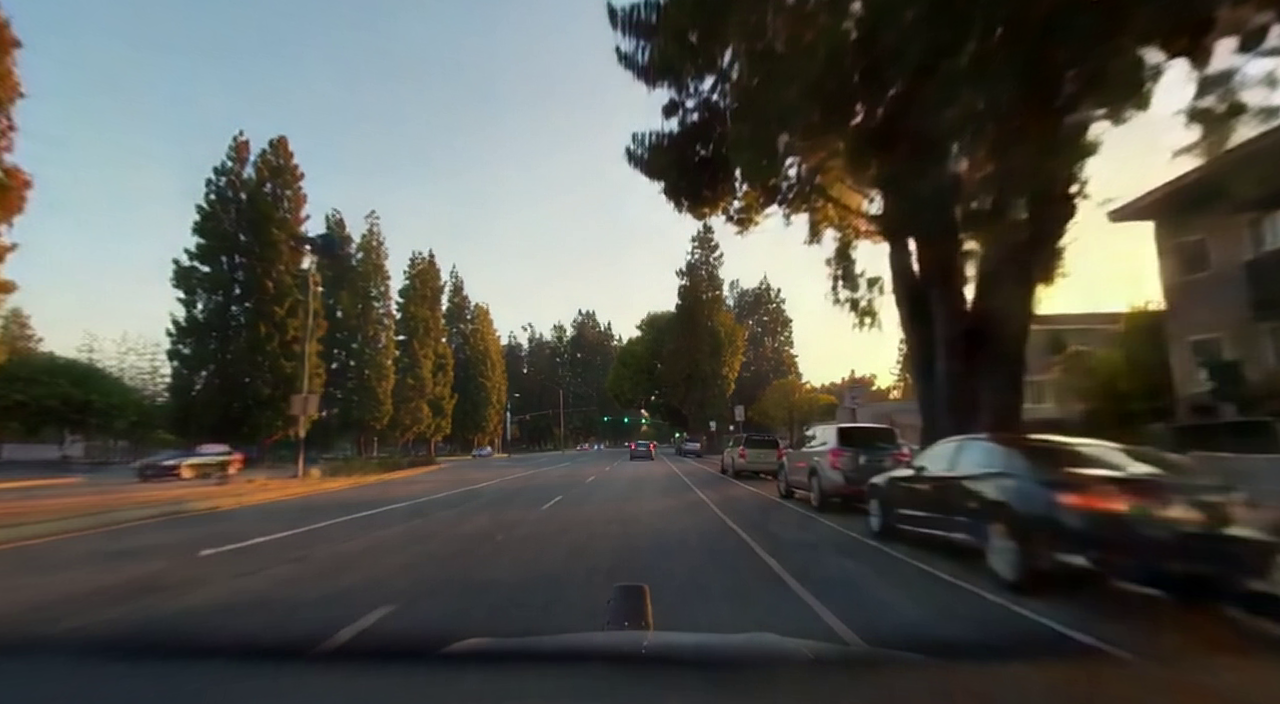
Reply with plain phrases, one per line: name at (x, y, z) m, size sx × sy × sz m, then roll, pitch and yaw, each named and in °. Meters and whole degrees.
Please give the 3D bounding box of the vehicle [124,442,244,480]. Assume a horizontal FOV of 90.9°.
vehicle at (-21.050, 5.025, 29.388) m, size 2.238 × 1.645 × 4.418 m, roll 0°, pitch -9°, yaw 1°

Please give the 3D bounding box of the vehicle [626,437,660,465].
vehicle at (0.232, 6.620, 42.171) m, size 2.169 × 1.751 × 4.276 m, roll 0°, pitch -8°, yaw 1°

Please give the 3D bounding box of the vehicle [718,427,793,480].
vehicle at (4.280, 3.855, 24.057) m, size 2.109 × 1.838 × 4.204 m, roll 0°, pitch -9°, yaw 1°

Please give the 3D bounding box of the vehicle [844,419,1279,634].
vehicle at (4.088, 1.594, 6.951) m, size 2.035 × 1.500 × 4.912 m, roll 0°, pitch -8°, yaw 0°
